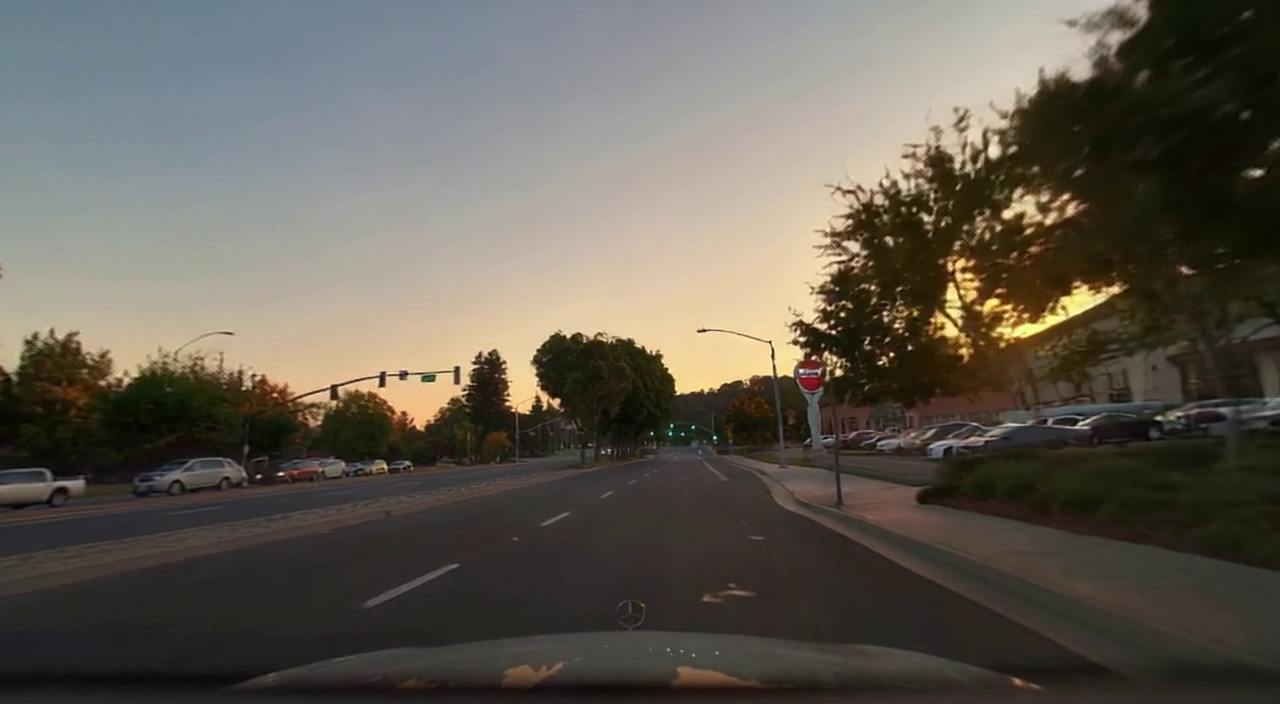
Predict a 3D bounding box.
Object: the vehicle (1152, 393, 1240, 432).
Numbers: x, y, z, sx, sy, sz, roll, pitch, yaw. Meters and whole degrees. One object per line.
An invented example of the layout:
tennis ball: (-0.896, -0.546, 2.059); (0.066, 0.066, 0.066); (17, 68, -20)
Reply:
vehicle: (25.451, 2.770, 28.858); (3.335, 1.398, 1.535); (-2, -10, -23)

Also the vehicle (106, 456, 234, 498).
vehicle: (-22.744, 6.064, 30.851); (1.967, 1.683, 5.223); (-6, -10, 6)

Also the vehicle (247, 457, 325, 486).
vehicle: (-21.833, 7.383, 39.102); (1.918, 1.503, 4.632); (-6, -10, 5)

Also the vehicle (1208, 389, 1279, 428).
vehicle: (25.232, 2.277, 25.646); (3.327, 1.369, 1.514); (-1, -9, -19)
